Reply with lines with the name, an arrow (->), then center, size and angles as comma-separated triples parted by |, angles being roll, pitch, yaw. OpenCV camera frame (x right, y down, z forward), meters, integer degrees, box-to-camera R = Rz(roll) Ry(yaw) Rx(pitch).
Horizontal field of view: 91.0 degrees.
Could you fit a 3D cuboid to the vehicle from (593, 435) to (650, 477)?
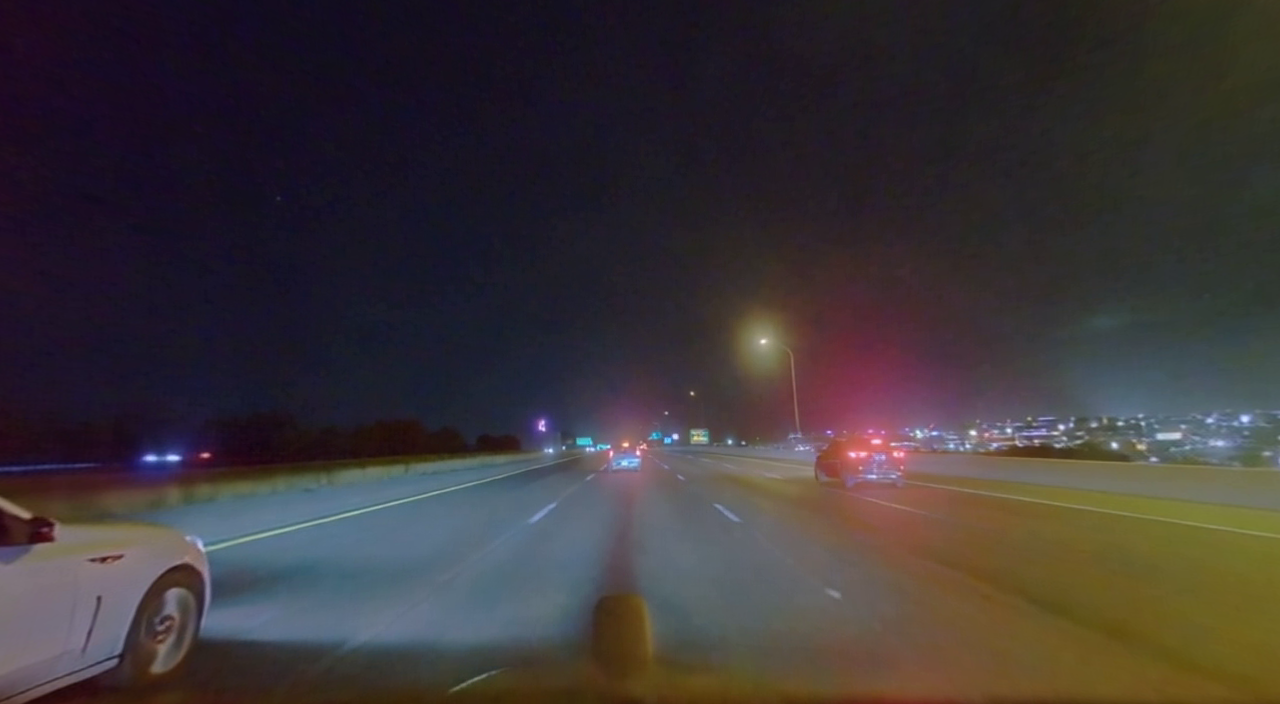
vehicle -> -0.696, 4.243, 25.934 | 2.147, 1.576, 3.964 | 0, -8, 0
